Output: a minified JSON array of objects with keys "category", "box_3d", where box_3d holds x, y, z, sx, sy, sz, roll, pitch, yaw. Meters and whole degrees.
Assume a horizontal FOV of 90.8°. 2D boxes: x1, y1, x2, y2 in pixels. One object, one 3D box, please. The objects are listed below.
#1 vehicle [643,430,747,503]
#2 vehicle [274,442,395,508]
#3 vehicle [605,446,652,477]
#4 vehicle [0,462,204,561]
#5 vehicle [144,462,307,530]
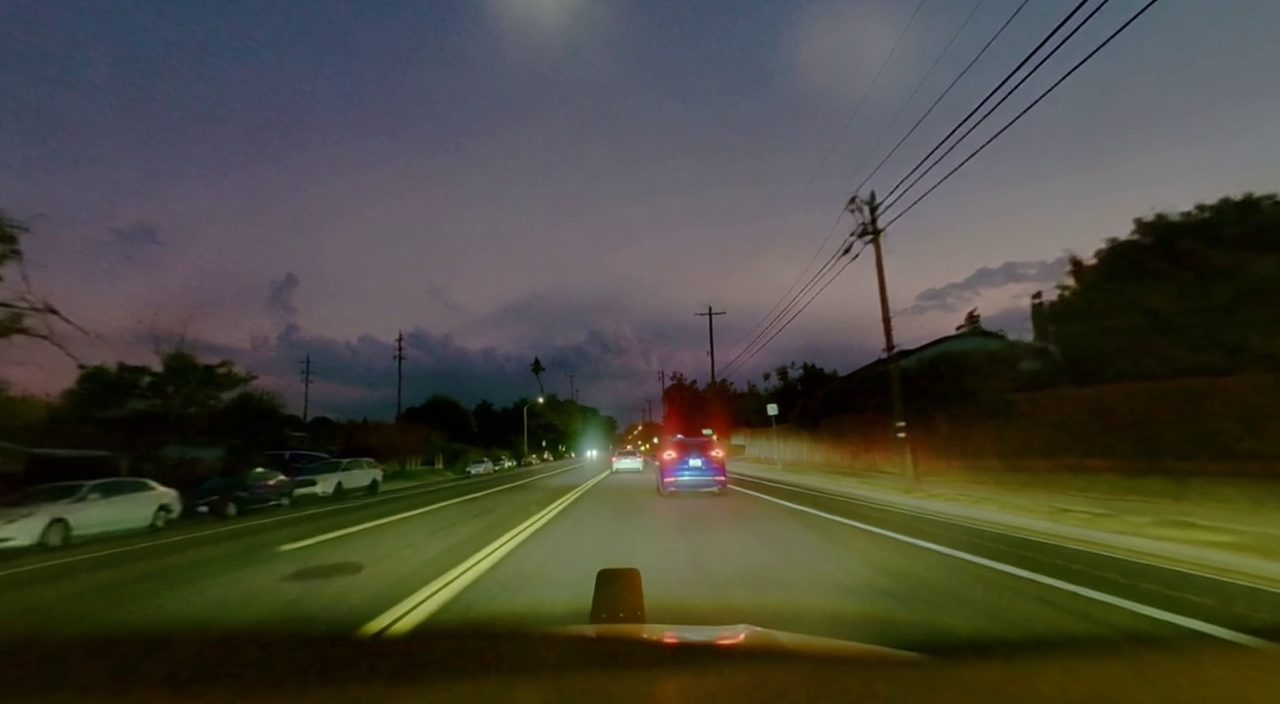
[{"category":"vehicle","box_3d":[1.344,3.129,17.725,2.200,1.763,4.676,0,-9,-4]},{"category":"vehicle","box_3d":[-12.299,4.920,25.932,2.504,2.031,5.237,-8,-7,-4]},{"category":"vehicle","box_3d":[-0.578,5.456,31.777,2.196,1.449,4.006,0,-8,-1]},{"category":"vehicle","box_3d":[-12.172,3.429,13.917,2.044,1.534,4.554,-7,-8,-3]},{"category":"vehicle","box_3d":[-12.219,4.222,19.087,1.897,1.498,4.628,-4,-8,0]}]
